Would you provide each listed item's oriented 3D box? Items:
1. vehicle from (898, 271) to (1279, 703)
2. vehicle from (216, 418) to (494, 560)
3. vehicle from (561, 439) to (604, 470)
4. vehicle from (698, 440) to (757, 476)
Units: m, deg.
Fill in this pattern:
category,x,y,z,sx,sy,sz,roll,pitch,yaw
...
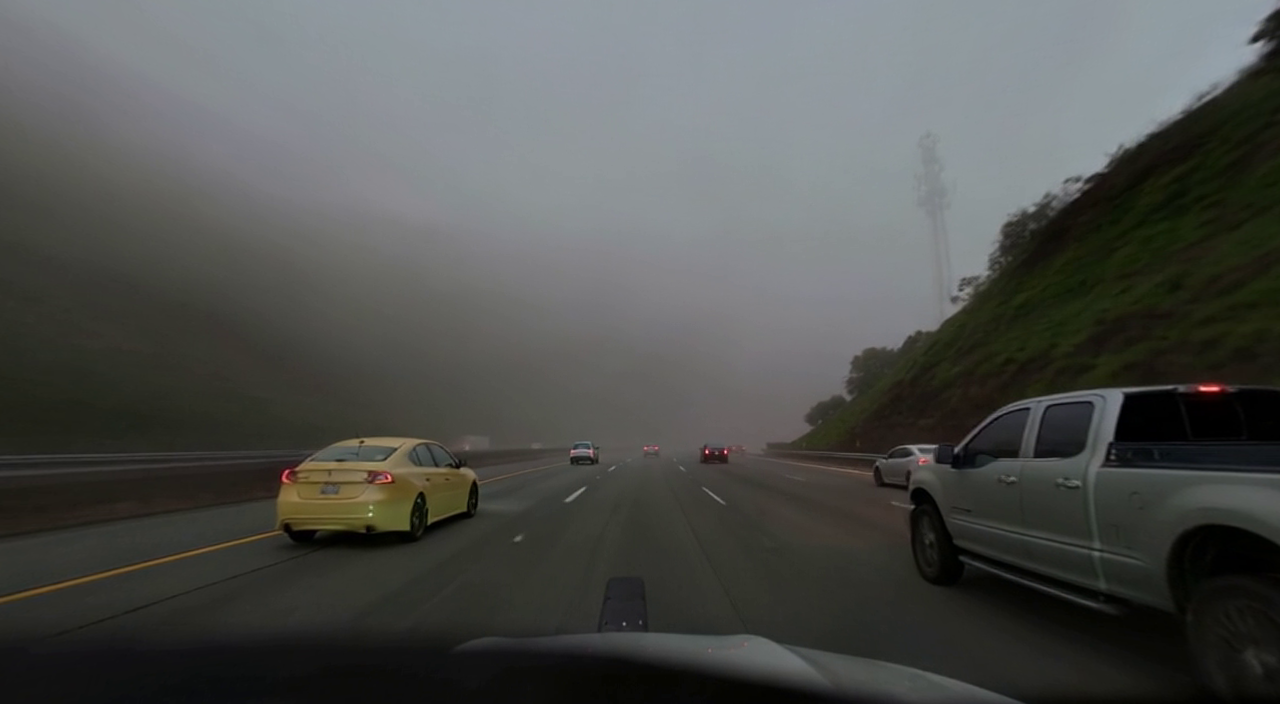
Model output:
category,x,y,z,sx,sy,sz,roll,pitch,yaw
vehicle,3.462,0.786,3.205,2.098,1.925,5.171,0,-8,0
vehicle,-3.862,1.944,9.688,2.113,1.636,4.494,0,-8,1
vehicle,-3.302,5.971,36.990,2.021,1.679,4.310,-1,-8,2
vehicle,3.898,4.785,28.775,2.046,1.471,4.333,0,-8,0
